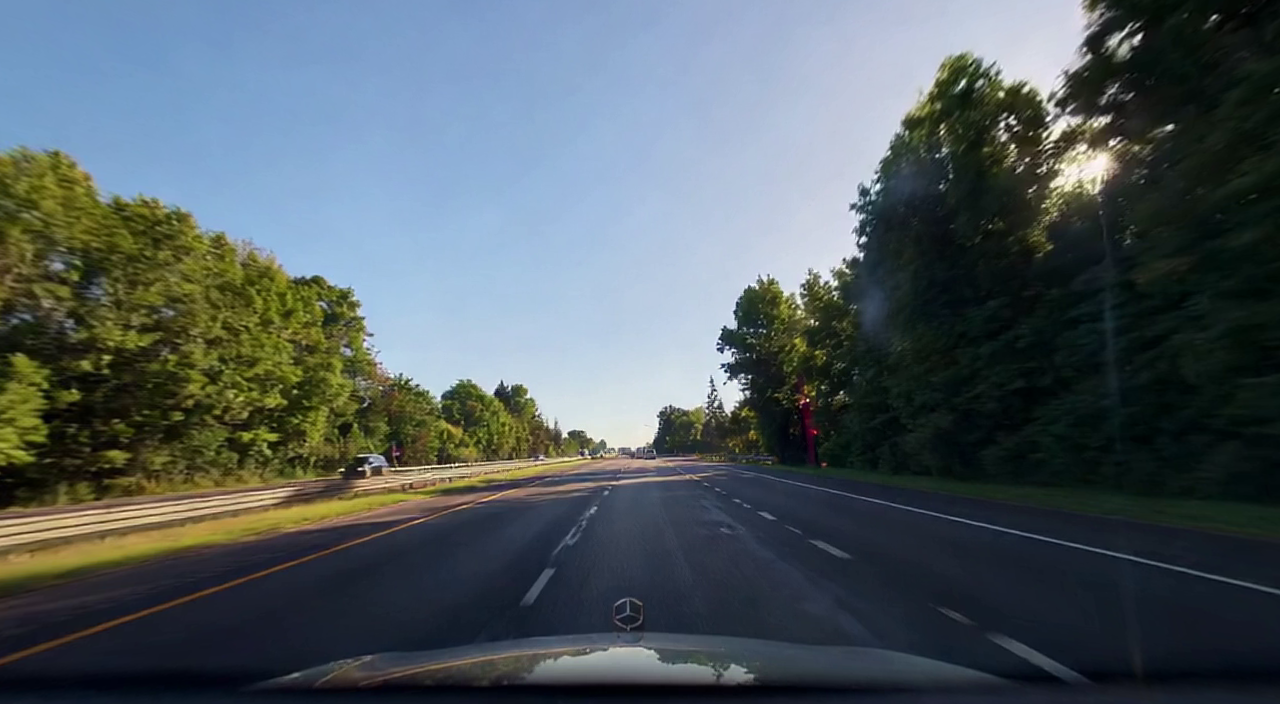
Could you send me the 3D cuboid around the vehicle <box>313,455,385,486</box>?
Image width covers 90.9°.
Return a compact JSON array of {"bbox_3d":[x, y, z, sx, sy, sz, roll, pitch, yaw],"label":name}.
[{"bbox_3d":[-17.049,6.941,37.189,2.109,1.696,4.279,0,-9,1],"label":"vehicle"}]
